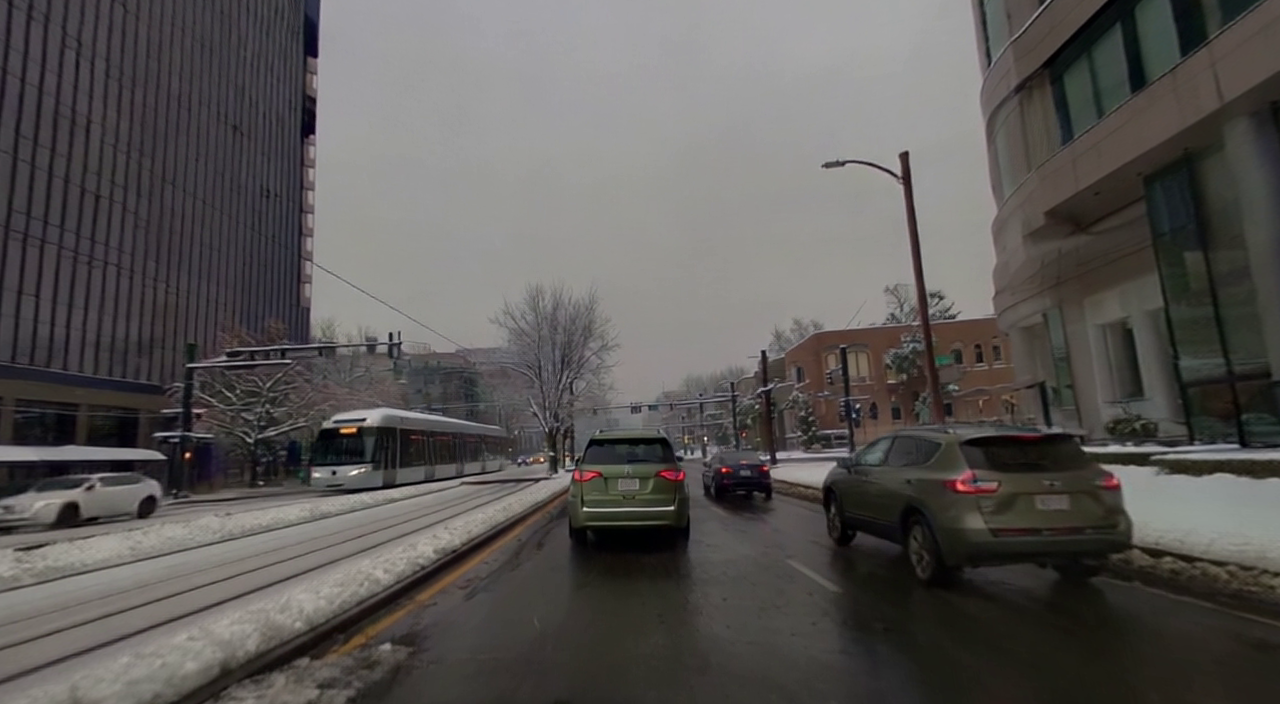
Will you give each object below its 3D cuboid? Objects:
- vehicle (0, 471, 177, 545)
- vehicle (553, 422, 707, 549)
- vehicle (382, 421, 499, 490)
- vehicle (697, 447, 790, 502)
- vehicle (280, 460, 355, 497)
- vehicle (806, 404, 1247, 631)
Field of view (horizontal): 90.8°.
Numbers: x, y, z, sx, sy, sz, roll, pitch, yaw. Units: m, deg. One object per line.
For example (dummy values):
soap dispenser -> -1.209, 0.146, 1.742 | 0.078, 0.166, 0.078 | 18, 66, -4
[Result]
vehicle -> -14.898, 3.927, 16.479 | 2.077, 1.458, 4.718 | 0, -9, 0
vehicle -> -0.210, 2.225, 11.174 | 2.178, 1.779, 4.255 | 0, -9, -2
vehicle -> -10.926, 5.834, 36.162 | 3.053, 3.359, 10.539 | 0, -9, 1
vehicle -> 3.064, 3.720, 19.669 | 1.993, 1.480, 4.324 | 0, -9, -2
vehicle -> -18.692, 7.320, 36.946 | 1.933, 1.919, 4.913 | 0, -9, -2
vehicle -> 3.578, 1.612, 7.218 | 2.029, 1.717, 4.624 | 0, -9, -1
